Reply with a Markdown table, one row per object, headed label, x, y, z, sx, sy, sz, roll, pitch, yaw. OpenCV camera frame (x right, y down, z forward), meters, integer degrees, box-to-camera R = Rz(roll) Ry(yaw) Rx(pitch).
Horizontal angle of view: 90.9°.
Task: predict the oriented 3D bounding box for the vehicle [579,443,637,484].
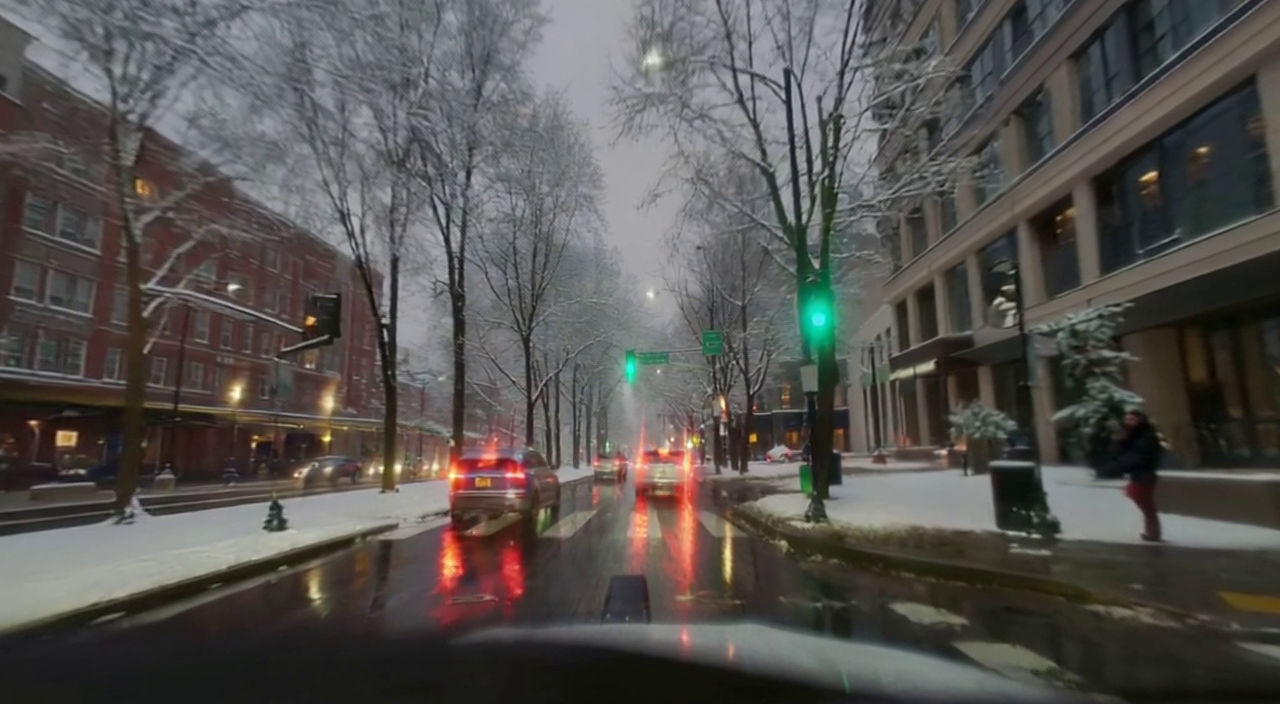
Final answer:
| label | x | y | z | sx | sy | sz | roll | pitch | yaw |
| --- | --- | --- | --- | --- | --- | --- | --- | --- | --- |
| vehicle | -1.489 | 5.471 | 31.316 | 2.220 | 1.847 | 4.587 | -1 | -9 | 5 |

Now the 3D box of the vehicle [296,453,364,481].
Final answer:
| label | x | y | z | sx | sy | sz | roll | pitch | yaw |
| --- | --- | --- | --- | --- | --- | --- | --- | --- | --- |
| vehicle | -24.377 | 9.028 | 49.870 | 2.144 | 1.993 | 6.287 | 0 | -9 | 1 |

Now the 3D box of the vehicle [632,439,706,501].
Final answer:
| label | x | y | z | sx | sy | sz | roll | pitch | yaw |
| --- | --- | --- | --- | --- | --- | --- | --- | --- | --- |
| vehicle | 0.896 | 3.688 | 20.097 | 2.120 | 1.758 | 3.917 | -1 | -9 | 2 |

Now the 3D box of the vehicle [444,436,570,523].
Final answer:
| label | x | y | z | sx | sy | sz | roll | pitch | yaw |
| --- | --- | --- | --- | --- | --- | --- | --- | --- | --- |
| vehicle | -2.893 | 2.854 | 14.626 | 1.940 | 1.722 | 3.823 | -1 | -9 | 2 |
